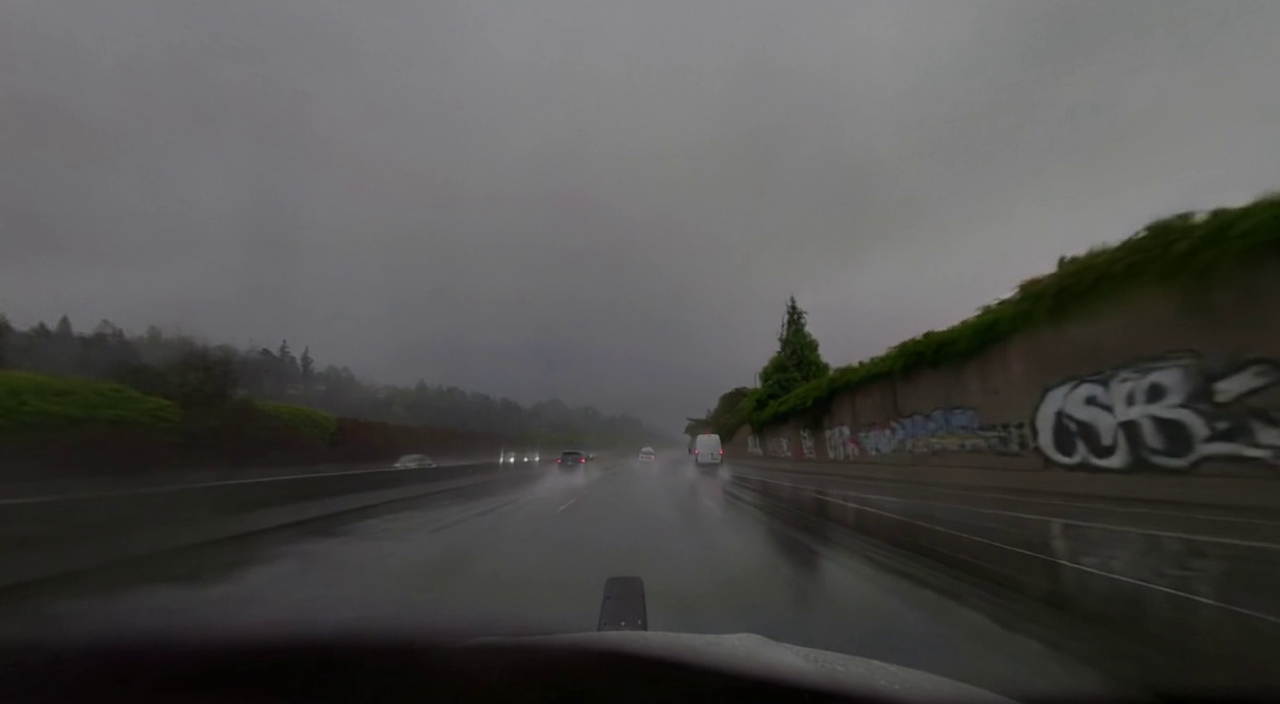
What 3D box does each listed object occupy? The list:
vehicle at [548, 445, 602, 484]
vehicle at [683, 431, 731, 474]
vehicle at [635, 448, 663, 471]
[{"bbox_3d":[-2.899,5.137,29.082,1.964,1.618,4.489,0,-9,1],"label":"vehicle"},{"bbox_3d":[4.288,6.586,41.241,2.469,2.591,5.653,0,-9,0],"label":"vehicle"},{"bbox_3d":[0.697,8.402,49.396,2.108,1.663,3.159,0,-9,1],"label":"vehicle"}]
